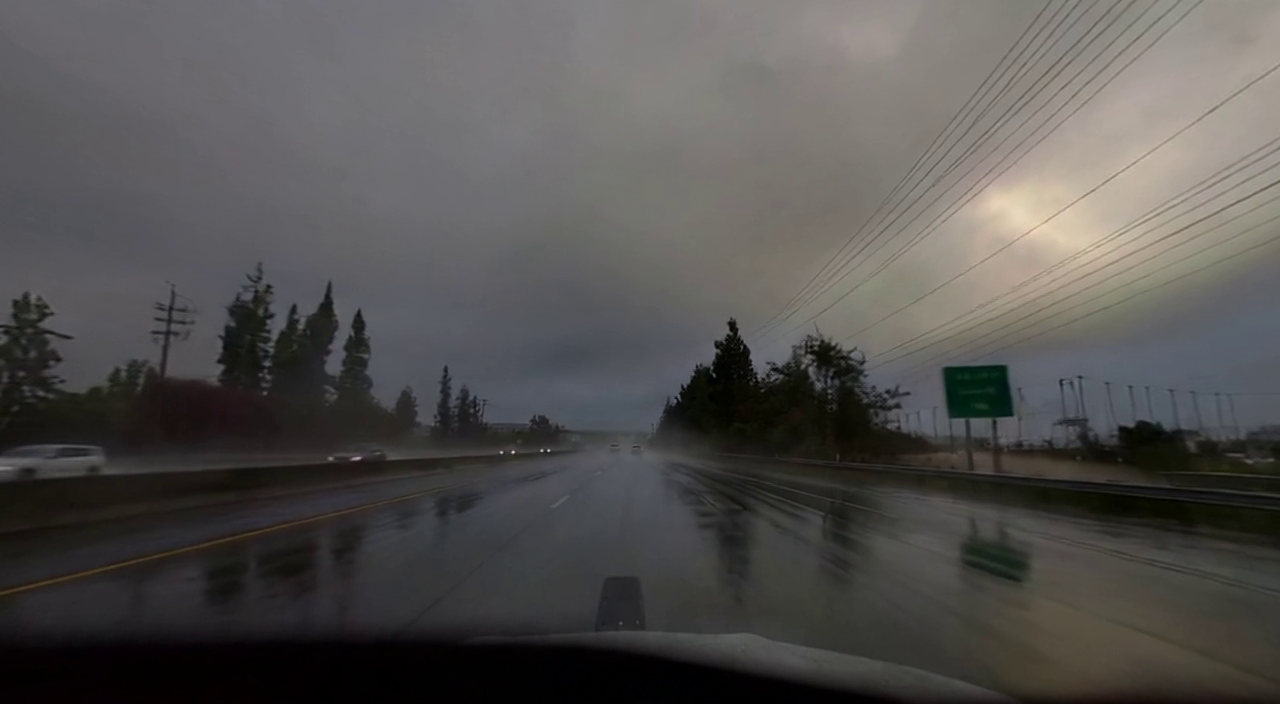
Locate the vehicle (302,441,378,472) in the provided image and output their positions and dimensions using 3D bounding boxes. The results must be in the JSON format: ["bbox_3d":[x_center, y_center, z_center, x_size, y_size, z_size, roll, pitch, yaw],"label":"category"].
[{"bbox_3d":[-17.783,6.195,37.751,2.078,1.686,4.951,0,-8,0],"label":"vehicle"}]
